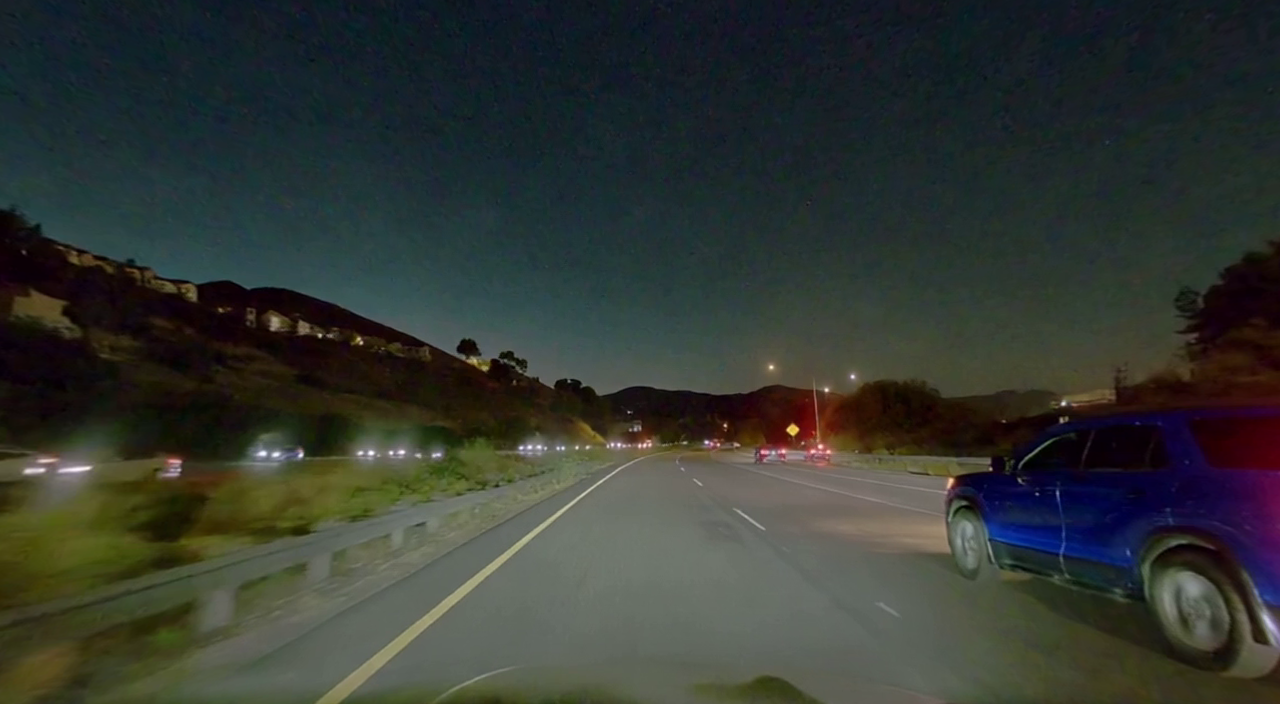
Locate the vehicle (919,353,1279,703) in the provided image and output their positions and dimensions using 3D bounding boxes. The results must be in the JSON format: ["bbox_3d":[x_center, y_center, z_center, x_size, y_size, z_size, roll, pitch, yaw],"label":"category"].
[{"bbox_3d":[4.099,1.085,4.140,2.318,1.766,4.587,0,-9,-1],"label":"vehicle"}]

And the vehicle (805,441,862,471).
[{"bbox_3d":[11.690,6.307,38.323,2.043,1.714,4.453,0,-8,0],"label":"vehicle"}]

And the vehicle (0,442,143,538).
[{"bbox_3d":[-12.332,2.548,11.923,2.090,1.673,4.553,0,-8,0],"label":"vehicle"}]
